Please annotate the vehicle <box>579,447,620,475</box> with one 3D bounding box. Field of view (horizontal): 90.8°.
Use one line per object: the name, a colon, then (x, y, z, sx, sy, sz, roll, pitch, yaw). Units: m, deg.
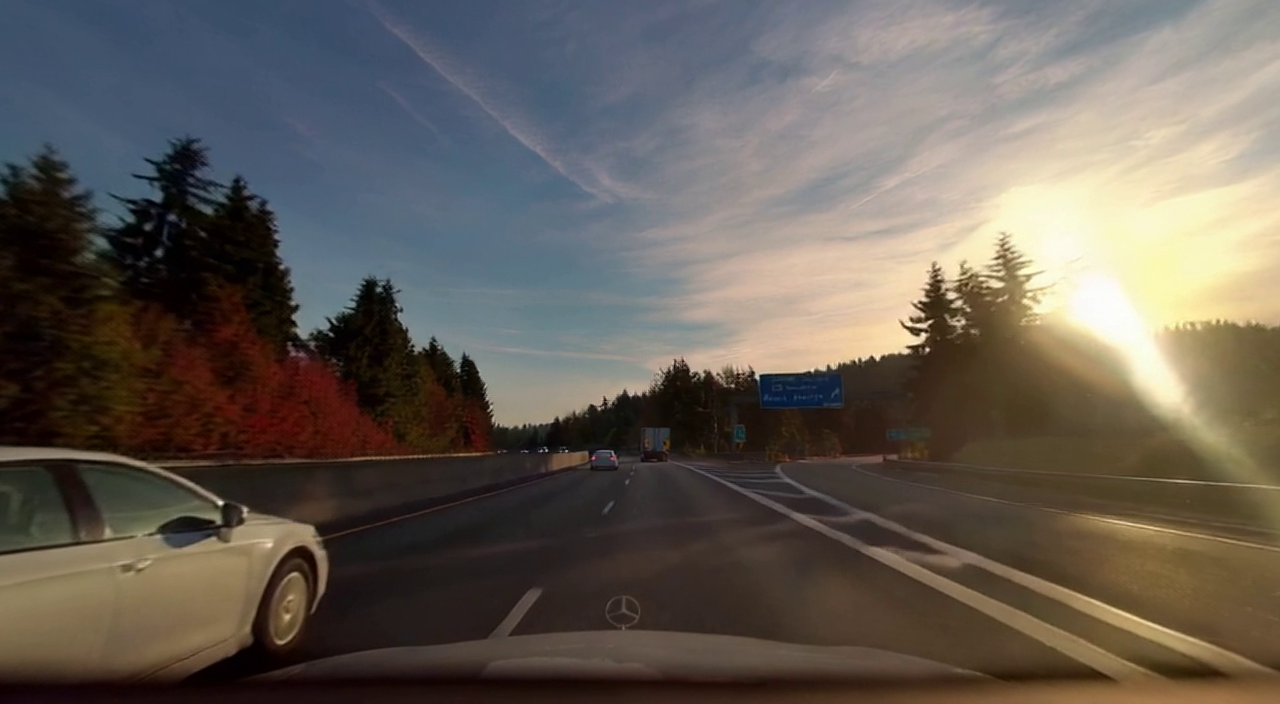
vehicle: (-2.412, 6.657, 38.744, 2.184, 1.574, 5.004, 0, -9, 0)
